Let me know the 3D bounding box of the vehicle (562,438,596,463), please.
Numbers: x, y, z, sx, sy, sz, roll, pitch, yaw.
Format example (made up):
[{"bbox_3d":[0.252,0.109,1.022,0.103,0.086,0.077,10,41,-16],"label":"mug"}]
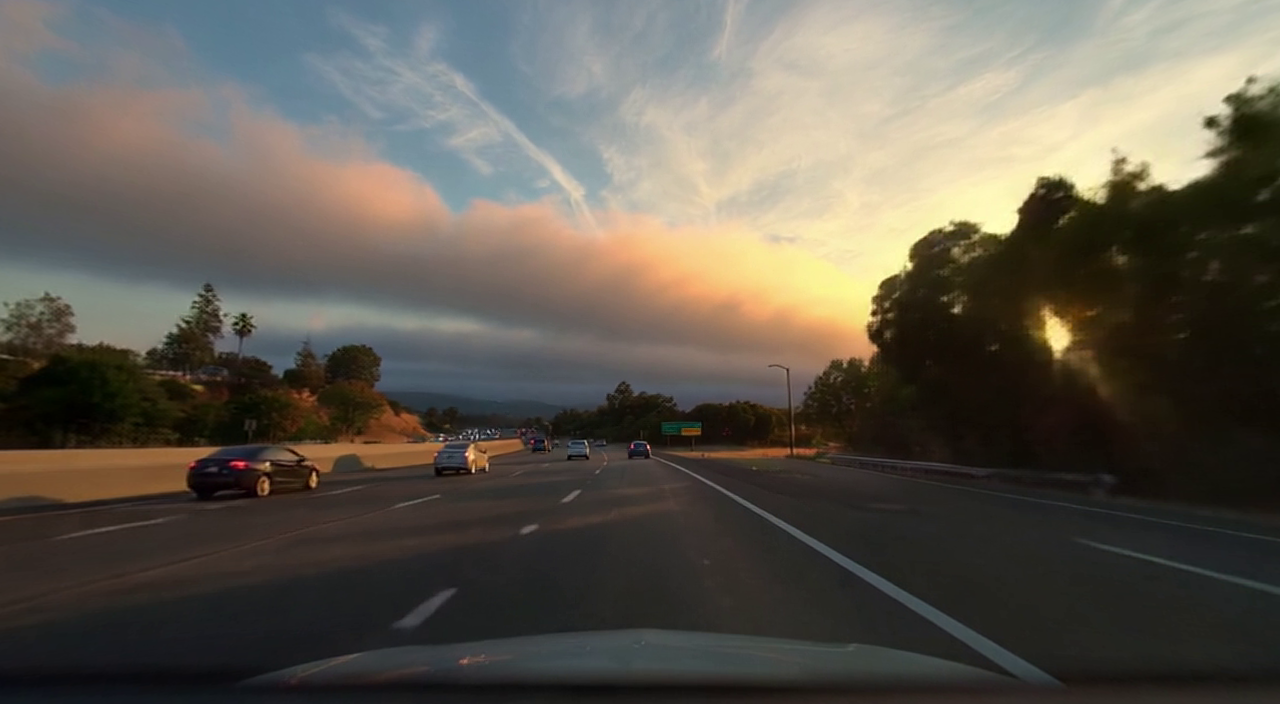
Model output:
[{"bbox_3d":[-4.150,6.779,43.585,1.991,1.610,4.606,0,-8,-1],"label":"vehicle"}]

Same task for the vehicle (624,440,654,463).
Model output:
[{"bbox_3d":[-0.093,6.548,41.623,1.881,1.460,3.694,0,-8,-2],"label":"vehicle"}]

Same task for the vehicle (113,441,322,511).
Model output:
[{"bbox_3d":[-10.286,3.015,16.001,1.935,1.474,5.033,0,-8,-2],"label":"vehicle"}]

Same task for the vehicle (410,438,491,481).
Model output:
[{"bbox_3d":[-7.642,4.365,25.895,2.086,1.628,4.039,0,-8,0],"label":"vehicle"}]
